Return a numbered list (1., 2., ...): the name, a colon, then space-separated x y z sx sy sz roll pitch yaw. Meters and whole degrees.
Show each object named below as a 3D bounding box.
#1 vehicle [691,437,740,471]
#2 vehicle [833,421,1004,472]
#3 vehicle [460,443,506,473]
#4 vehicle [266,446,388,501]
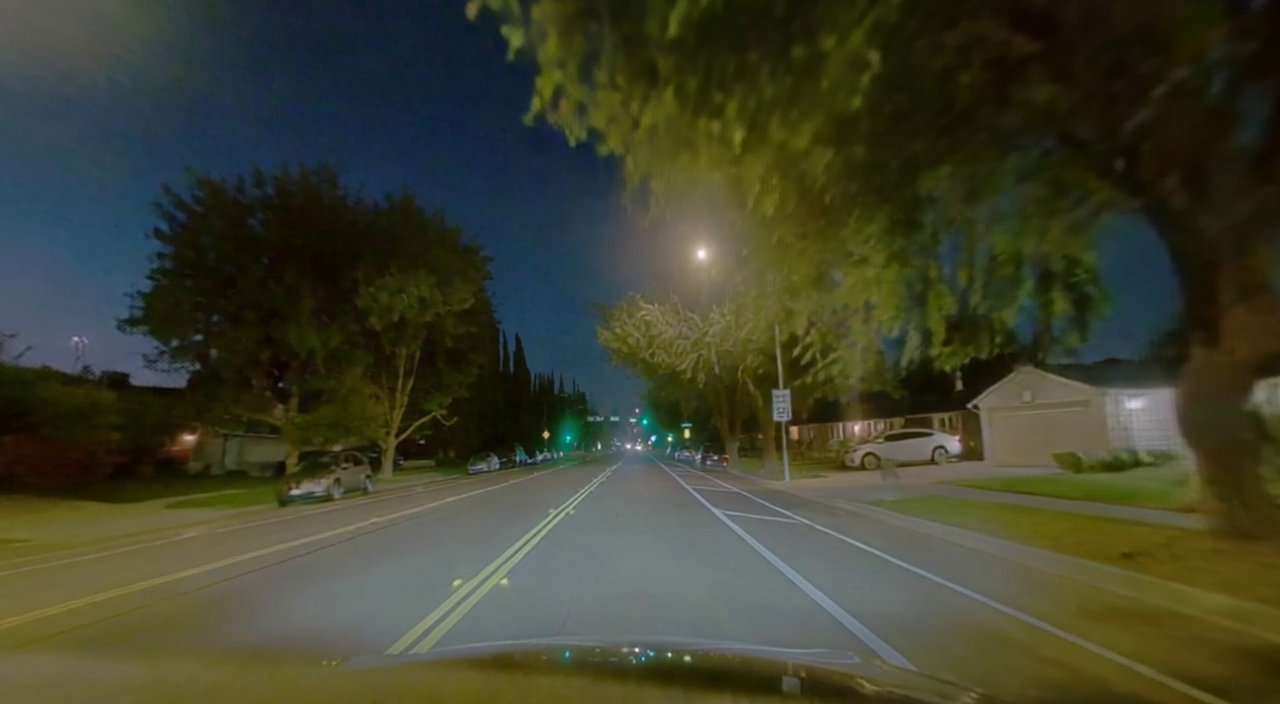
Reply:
1. vehicle: 4.430 6.115 37.944 2.215 1.886 4.577 1 -8 -2
2. vehicle: 12.463 4.274 28.679 6.619 1.884 2.225 -3 -9 0
3. vehicle: -10.881 7.428 44.238 2.117 1.865 4.570 -2 -10 -1
4. vehicle: -10.896 4.270 22.447 2.082 1.661 4.403 -2 -10 0
